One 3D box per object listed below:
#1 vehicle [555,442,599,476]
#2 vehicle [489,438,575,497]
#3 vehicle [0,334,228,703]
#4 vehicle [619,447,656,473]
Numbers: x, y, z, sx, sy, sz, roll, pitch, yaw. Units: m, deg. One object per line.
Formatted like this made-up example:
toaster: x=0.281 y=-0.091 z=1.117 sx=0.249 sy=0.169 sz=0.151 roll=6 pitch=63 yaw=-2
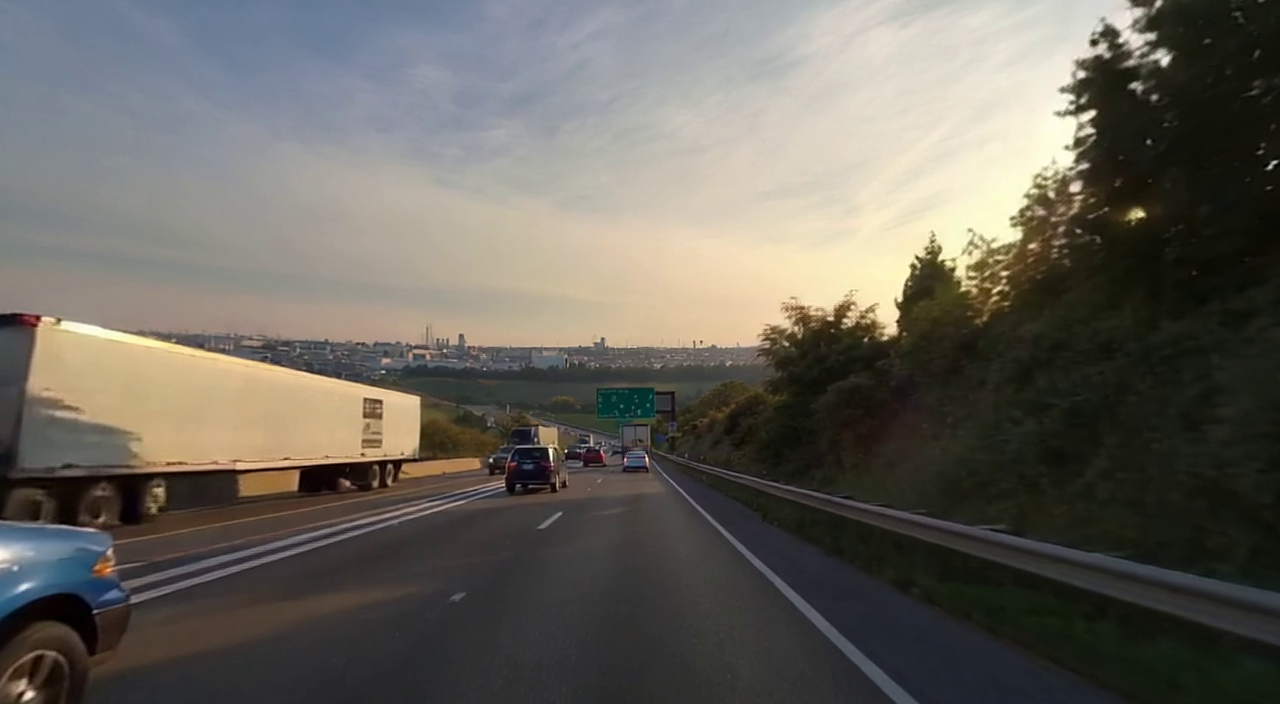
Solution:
vehicle: x=-3.291 y=5.652 z=33.570 sx=1.994 sy=1.663 sz=4.047 roll=0 pitch=-9 yaw=-1
vehicle: x=-3.212 y=3.517 z=19.635 sx=1.937 sy=1.600 sz=4.141 roll=0 pitch=-9 yaw=0
vehicle: x=-3.154 y=0.617 z=0.840 sx=2.117 sy=1.688 sz=4.582 roll=0 pitch=-9 yaw=0
vehicle: x=-0.171 y=6.326 z=37.171 sx=2.095 sy=1.393 sz=3.908 roll=0 pitch=-9 yaw=-1
